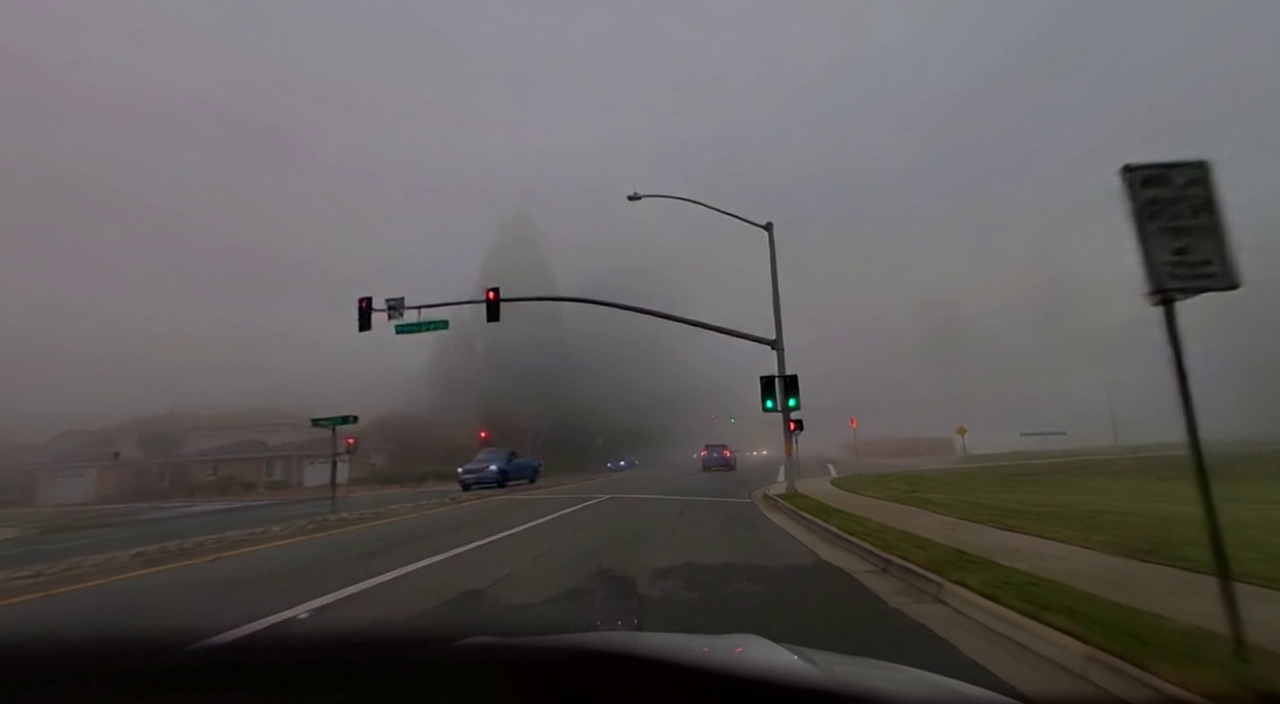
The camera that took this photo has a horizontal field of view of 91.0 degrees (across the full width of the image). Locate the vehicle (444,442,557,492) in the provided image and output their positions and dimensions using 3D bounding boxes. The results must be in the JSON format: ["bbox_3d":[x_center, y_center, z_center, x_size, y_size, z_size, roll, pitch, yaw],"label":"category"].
[{"bbox_3d":[-6.344,5.340,29.846,2.369,2.041,6.995,-2,-9,13],"label":"vehicle"}]

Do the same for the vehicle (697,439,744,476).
[{"bbox_3d":[4.573,5.847,35.182,2.059,1.908,4.714,-2,-9,13],"label":"vehicle"}]

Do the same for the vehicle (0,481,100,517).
[{"bbox_3d":[-32.456,7.812,33.616,4.697,1.691,2.486,1,-9,-7],"label":"vehicle"}]
